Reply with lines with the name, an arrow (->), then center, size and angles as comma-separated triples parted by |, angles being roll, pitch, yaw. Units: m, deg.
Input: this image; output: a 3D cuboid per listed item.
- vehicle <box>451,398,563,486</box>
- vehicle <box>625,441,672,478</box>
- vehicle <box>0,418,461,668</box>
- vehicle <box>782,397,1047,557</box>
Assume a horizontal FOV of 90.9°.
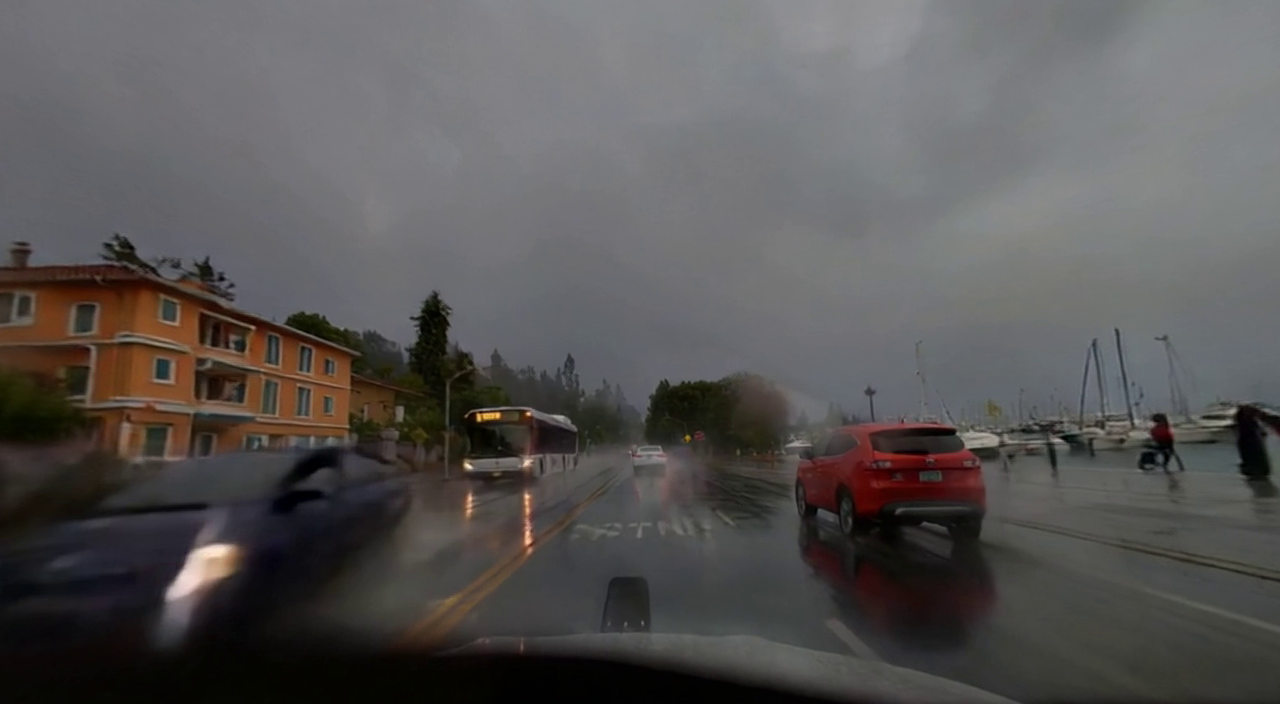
vehicle -> -6.018, 4.379, 30.599 | 3.102, 3.524, 9.830 | -1, -8, 1
vehicle -> 0.356, 5.199, 30.691 | 2.132, 1.632, 3.838 | 0, -8, -1
vehicle -> -3.341, 1.542, 6.188 | 1.893, 1.583, 4.107 | -1, -8, 1
vehicle -> 3.633, 1.755, 9.456 | 2.000, 1.809, 4.405 | 0, -8, 1
